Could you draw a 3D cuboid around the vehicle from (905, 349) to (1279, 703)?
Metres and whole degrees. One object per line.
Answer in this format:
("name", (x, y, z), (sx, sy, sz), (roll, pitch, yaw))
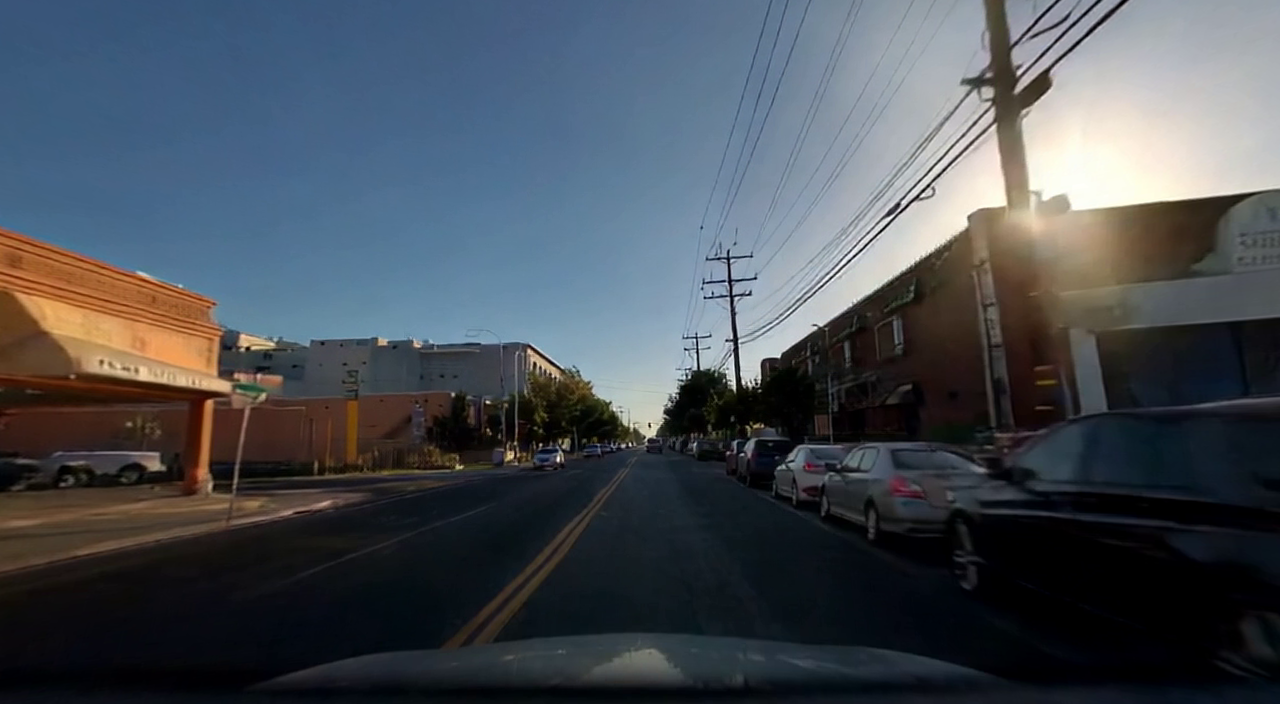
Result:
("vehicle", (3.917, 1.152, 4.387), (1.952, 1.849, 4.837), (1, -9, -1))

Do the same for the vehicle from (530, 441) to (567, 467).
("vehicle", (-6.967, 7.785, 48.387), (2.131, 1.793, 4.384), (-2, -8, 0))

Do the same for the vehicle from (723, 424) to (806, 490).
("vehicle", (4.358, 3.774, 22.924), (2.026, 2.106, 4.753), (1, -9, 0))
